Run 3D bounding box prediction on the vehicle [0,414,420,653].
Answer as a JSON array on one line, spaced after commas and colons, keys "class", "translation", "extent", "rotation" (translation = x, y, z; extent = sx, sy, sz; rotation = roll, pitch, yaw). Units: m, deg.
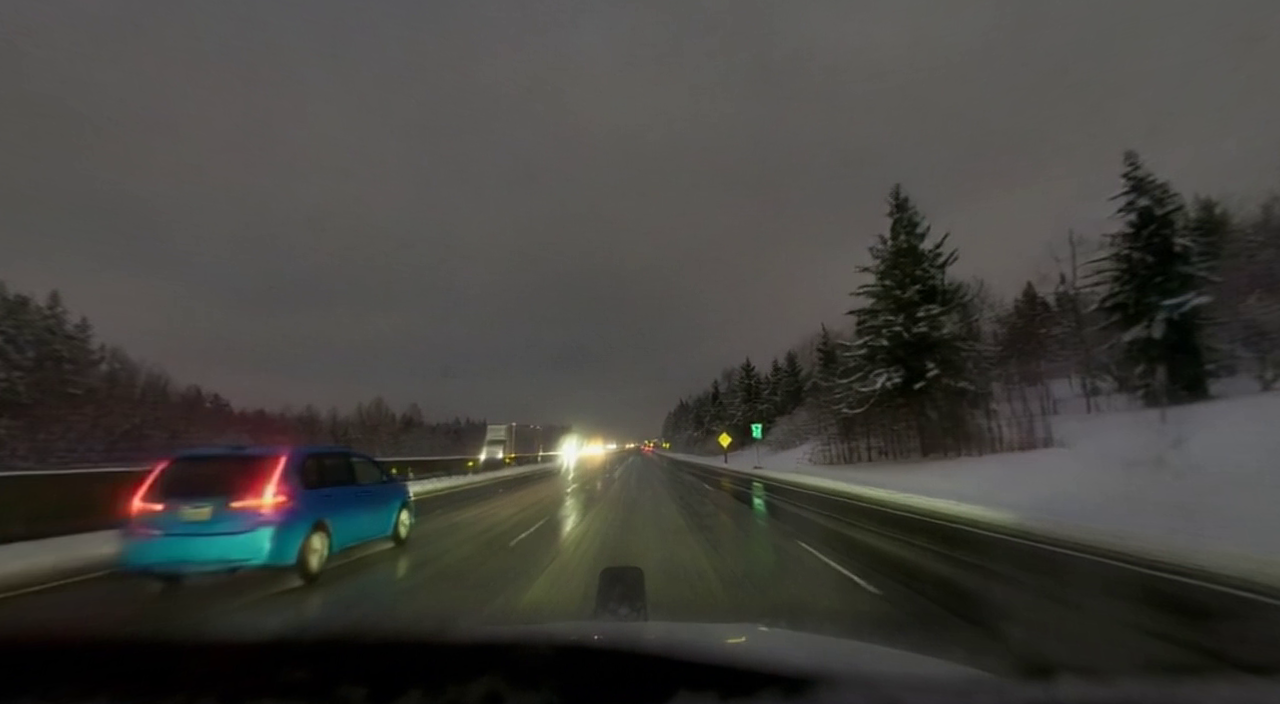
[{"class": "vehicle", "translation": [-4.221, 1.550, 6.502], "extent": [2.160, 1.552, 4.592], "rotation": [0, -9, 1]}]
